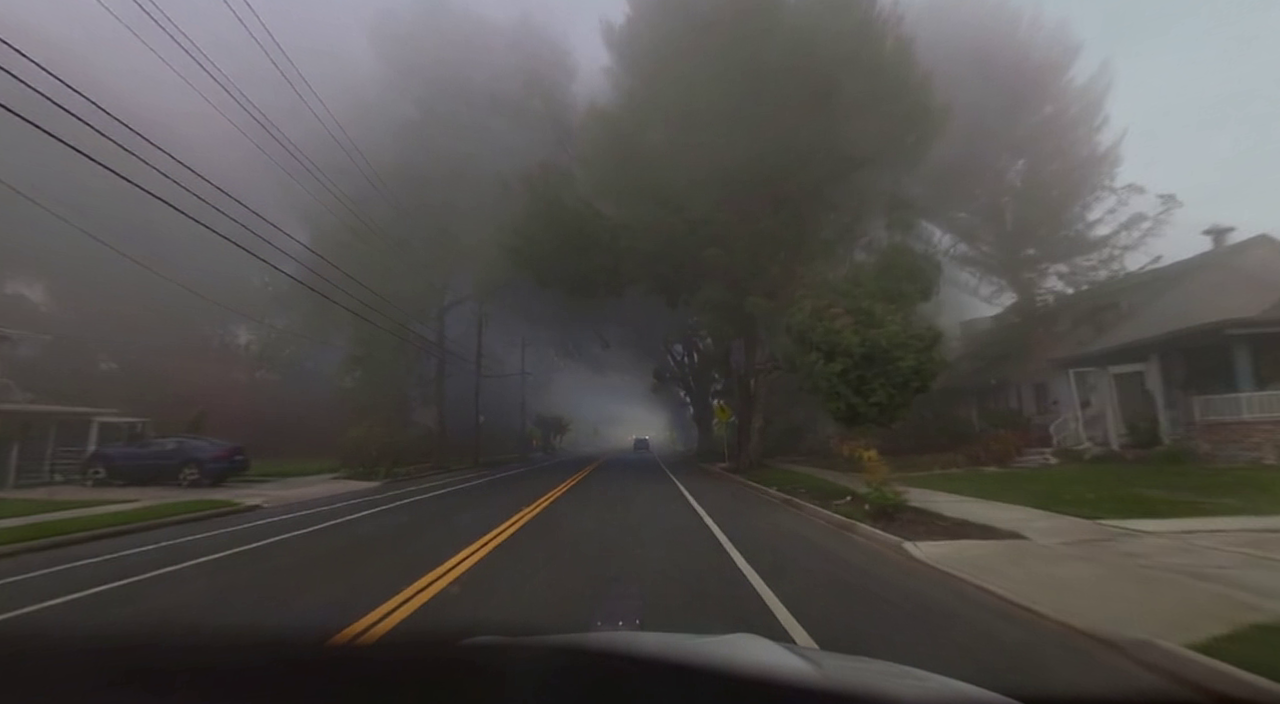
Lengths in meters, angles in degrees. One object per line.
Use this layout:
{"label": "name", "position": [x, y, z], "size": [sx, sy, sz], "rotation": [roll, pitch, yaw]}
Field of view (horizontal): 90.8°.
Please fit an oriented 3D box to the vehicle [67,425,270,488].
{"label": "vehicle", "position": [-14.771, 3.298, 20.074], "size": [4.662, 1.832, 2.063], "rotation": [1, -8, -5]}
